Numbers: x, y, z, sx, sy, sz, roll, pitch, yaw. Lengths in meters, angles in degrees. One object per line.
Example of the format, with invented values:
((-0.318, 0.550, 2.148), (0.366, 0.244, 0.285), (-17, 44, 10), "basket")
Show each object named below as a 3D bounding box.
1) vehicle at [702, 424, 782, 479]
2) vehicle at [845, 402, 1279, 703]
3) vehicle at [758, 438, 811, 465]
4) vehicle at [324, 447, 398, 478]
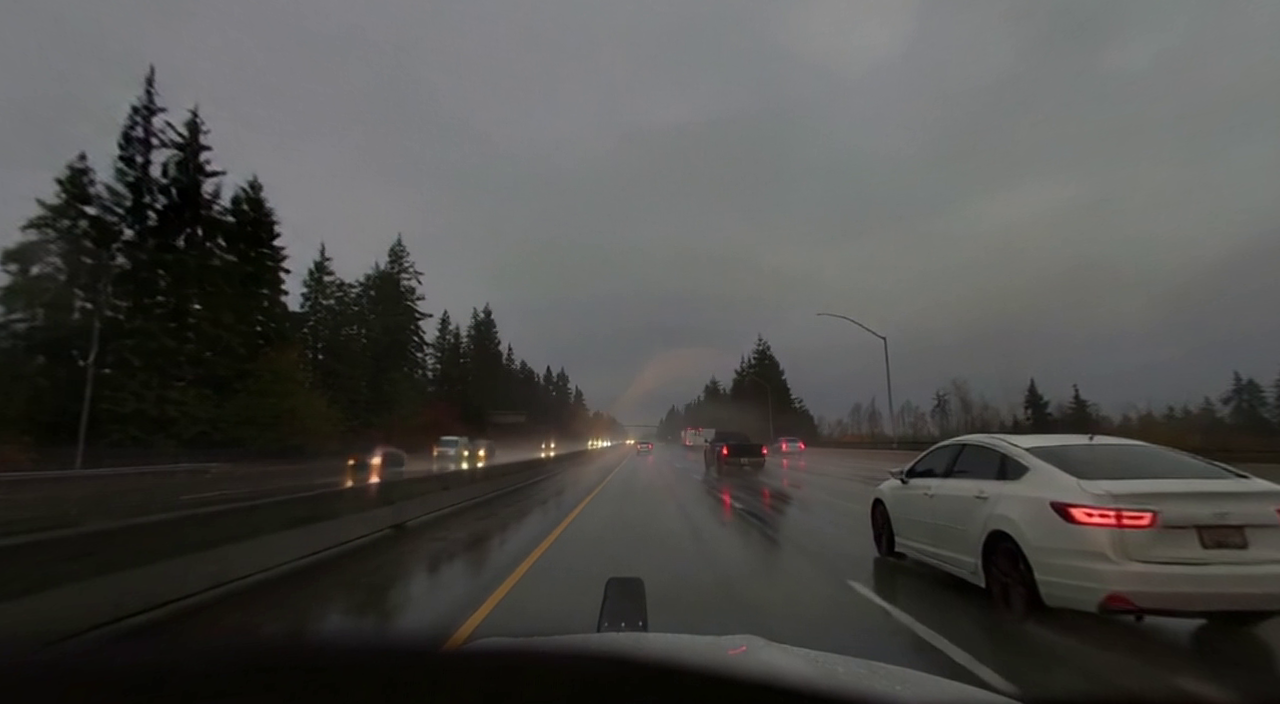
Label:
((3.821, 3.865, 24.641), (2.206, 1.902, 5.460), (0, -8, 0), "vehicle")
((3.344, 1.269, 4.834), (1.904, 1.453, 4.789), (0, -8, 0), "vehicle")
((8.532, 5.914, 37.541), (2.002, 1.500, 4.715), (0, -8, 0), "vehicle")
((-14.804, 5.841, 33.587), (1.867, 1.465, 4.482), (-1, -8, 1), "vehicle")
